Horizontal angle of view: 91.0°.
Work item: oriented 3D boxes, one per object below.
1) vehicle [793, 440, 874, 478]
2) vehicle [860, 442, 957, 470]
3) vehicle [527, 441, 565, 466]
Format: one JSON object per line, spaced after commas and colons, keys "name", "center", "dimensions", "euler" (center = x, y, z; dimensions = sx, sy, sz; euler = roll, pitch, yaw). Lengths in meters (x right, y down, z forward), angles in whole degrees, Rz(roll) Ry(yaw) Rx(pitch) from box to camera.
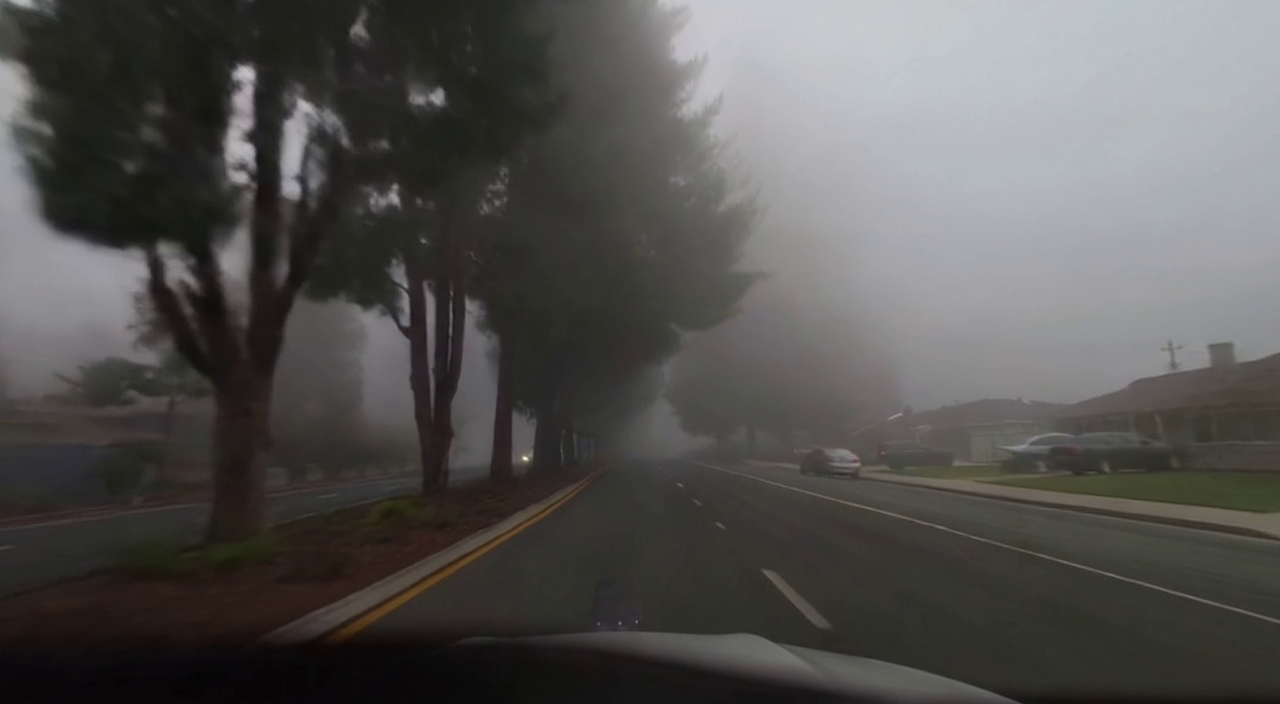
{"name": "vehicle", "center": [8.332, 4.647, 27.549], "dimensions": [1.940, 1.516, 4.319], "euler": [0, -8, -3]}
{"name": "vehicle", "center": [15.334, 5.935, 36.139], "dimensions": [4.644, 1.542, 2.095], "euler": [0, -8, 1]}
{"name": "vehicle", "center": [-7.228, 7.805, 48.715], "dimensions": [2.019, 1.819, 4.897], "euler": [0, -8, 2]}
